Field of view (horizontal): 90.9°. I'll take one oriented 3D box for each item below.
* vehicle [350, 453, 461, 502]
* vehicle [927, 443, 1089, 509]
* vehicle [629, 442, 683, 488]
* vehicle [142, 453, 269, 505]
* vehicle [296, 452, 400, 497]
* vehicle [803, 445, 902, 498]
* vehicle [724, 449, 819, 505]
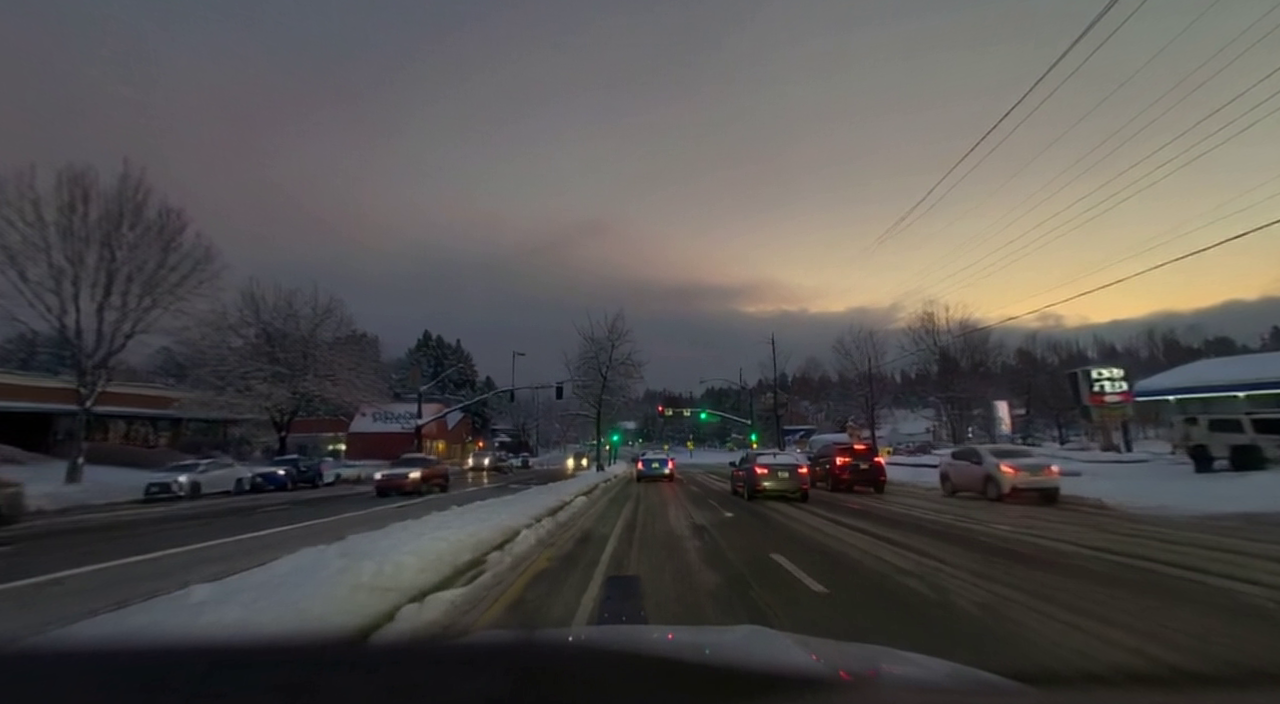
[{"bbox_3d":[-8.179,4.387,22.521,2.078,1.465,4.632,0,-8,1],"label":"vehicle"},{"bbox_3d":[10.860,3.690,19.154,2.106,1.712,4.769,0,-10,1],"label":"vehicle"},{"bbox_3d":[0.680,5.002,28.313,2.210,1.861,4.280,0,-8,1],"label":"vehicle"},{"bbox_3d":[-18.507,5.383,27.235,2.013,1.823,4.960,0,-7,-1],"label":"vehicle"},{"bbox_3d":[-12.188,5.099,26.702,2.183,1.674,4.481,0,-8,1],"label":"vehicle"},{"bbox_3d":[7.550,4.251,22.934,2.040,1.738,4.414,0,-8,0],"label":"vehicle"},{"bbox_3d":[3.882,3.753,19.466,1.963,1.484,4.609,0,-8,0],"label":"vehicle"}]
